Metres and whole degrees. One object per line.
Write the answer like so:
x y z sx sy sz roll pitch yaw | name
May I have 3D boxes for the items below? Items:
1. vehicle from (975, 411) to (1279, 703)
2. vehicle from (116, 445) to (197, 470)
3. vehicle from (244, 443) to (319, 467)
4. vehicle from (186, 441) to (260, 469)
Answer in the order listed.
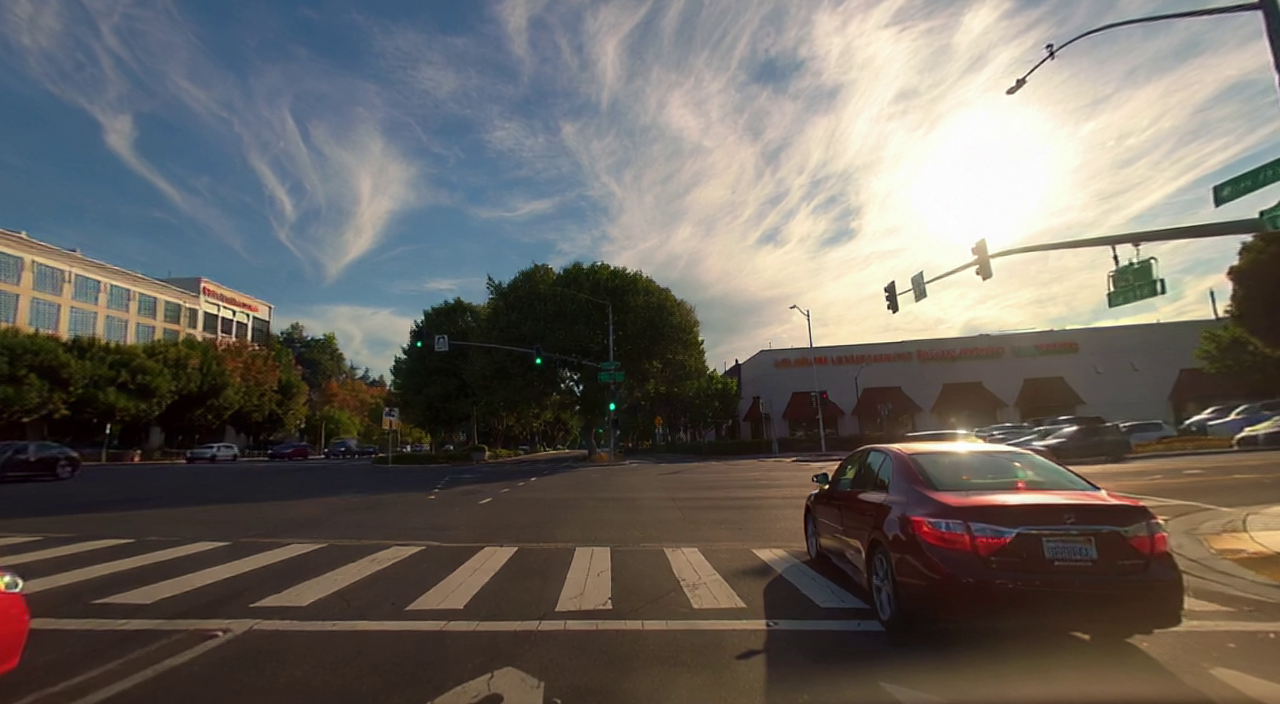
4.116 1.067 3.305 1.940 1.487 4.562 0 -8 -4 | vehicle
-34.099 7.427 44.610 2.079 1.681 4.675 0 -8 -2 | vehicle
-23.205 6.657 41.012 2.206 1.447 4.697 0 -8 -2 | vehicle
-27.160 6.698 41.212 1.886 1.694 4.420 0 -8 -2 | vehicle
